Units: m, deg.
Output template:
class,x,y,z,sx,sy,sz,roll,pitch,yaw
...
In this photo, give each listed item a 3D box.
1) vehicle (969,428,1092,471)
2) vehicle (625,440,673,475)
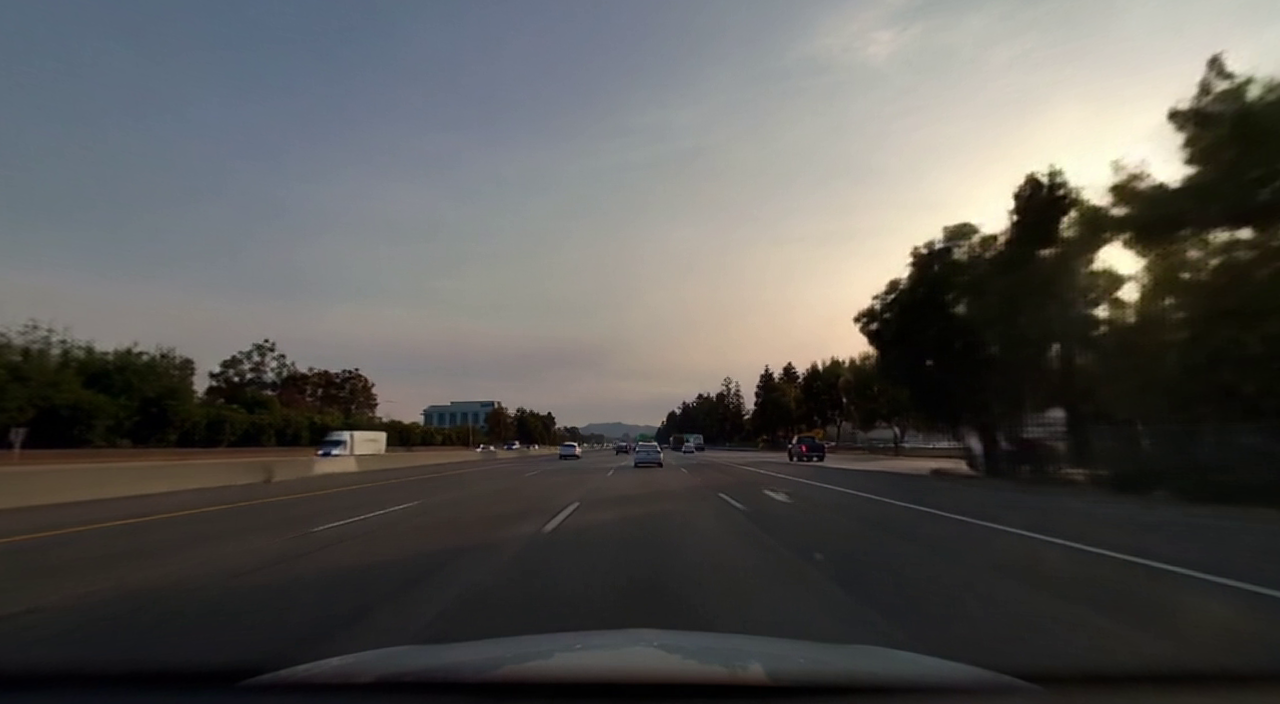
class,x,y,z,sx,sy,sz,roll,pitch,yaw
vehicle,19.568,4.932,32.024,2.304,1.951,5.719,0,-8,-4
vehicle,0.378,4.926,29.662,2.112,1.482,4.082,0,-8,0
